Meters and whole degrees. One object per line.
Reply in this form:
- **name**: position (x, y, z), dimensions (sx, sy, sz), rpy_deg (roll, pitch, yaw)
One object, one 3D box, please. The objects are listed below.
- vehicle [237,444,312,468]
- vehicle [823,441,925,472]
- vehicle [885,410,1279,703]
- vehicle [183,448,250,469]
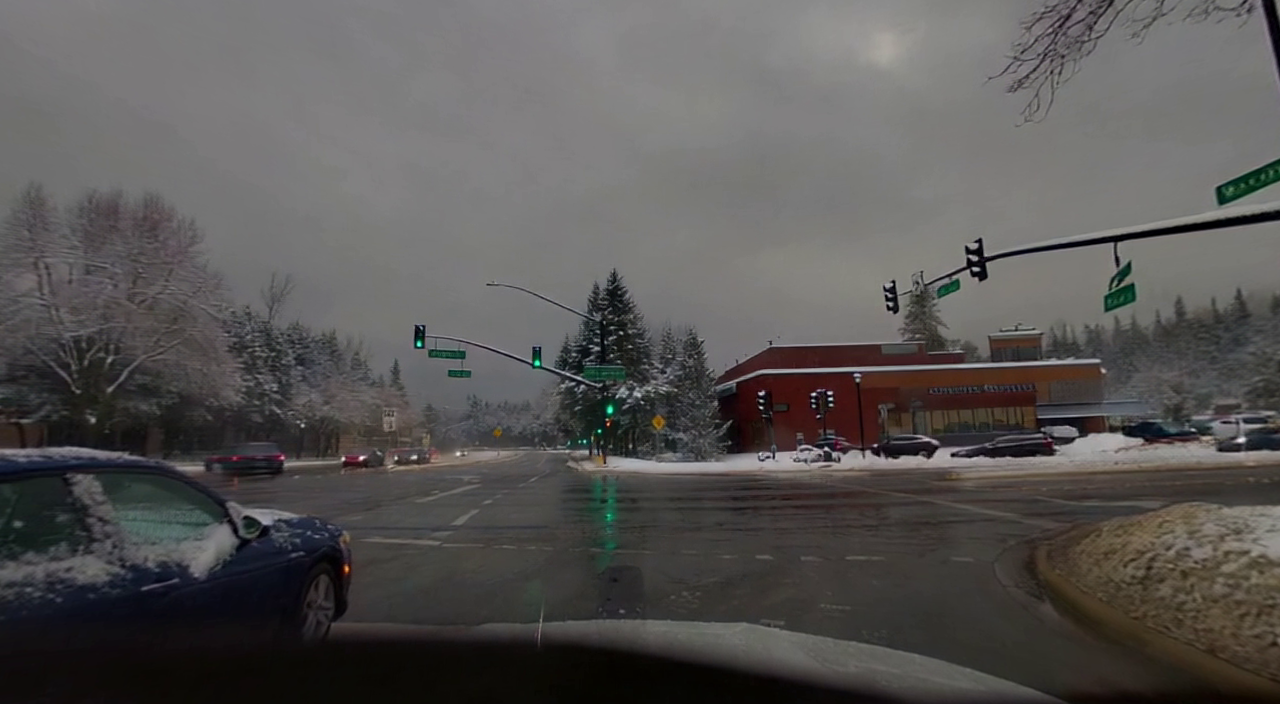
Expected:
- **vehicle**: position (-23.680, 6.746, 41.053), dimensions (2.201, 1.483, 4.656), rpy_deg (0, -8, -1)
- **vehicle**: position (11.865, 5.261, 31.996), dimensions (4.703, 1.492, 1.930), rpy_deg (3, -9, -22)
- **vehicle**: position (3.959, 1.298, 4.884), dimensions (1.940, 1.487, 4.562), rpy_deg (1, -8, -5)
- **vehicle**: position (-30.875, 7.738, 46.124), dimensions (2.105, 1.426, 4.202), rpy_deg (0, -8, -2)
